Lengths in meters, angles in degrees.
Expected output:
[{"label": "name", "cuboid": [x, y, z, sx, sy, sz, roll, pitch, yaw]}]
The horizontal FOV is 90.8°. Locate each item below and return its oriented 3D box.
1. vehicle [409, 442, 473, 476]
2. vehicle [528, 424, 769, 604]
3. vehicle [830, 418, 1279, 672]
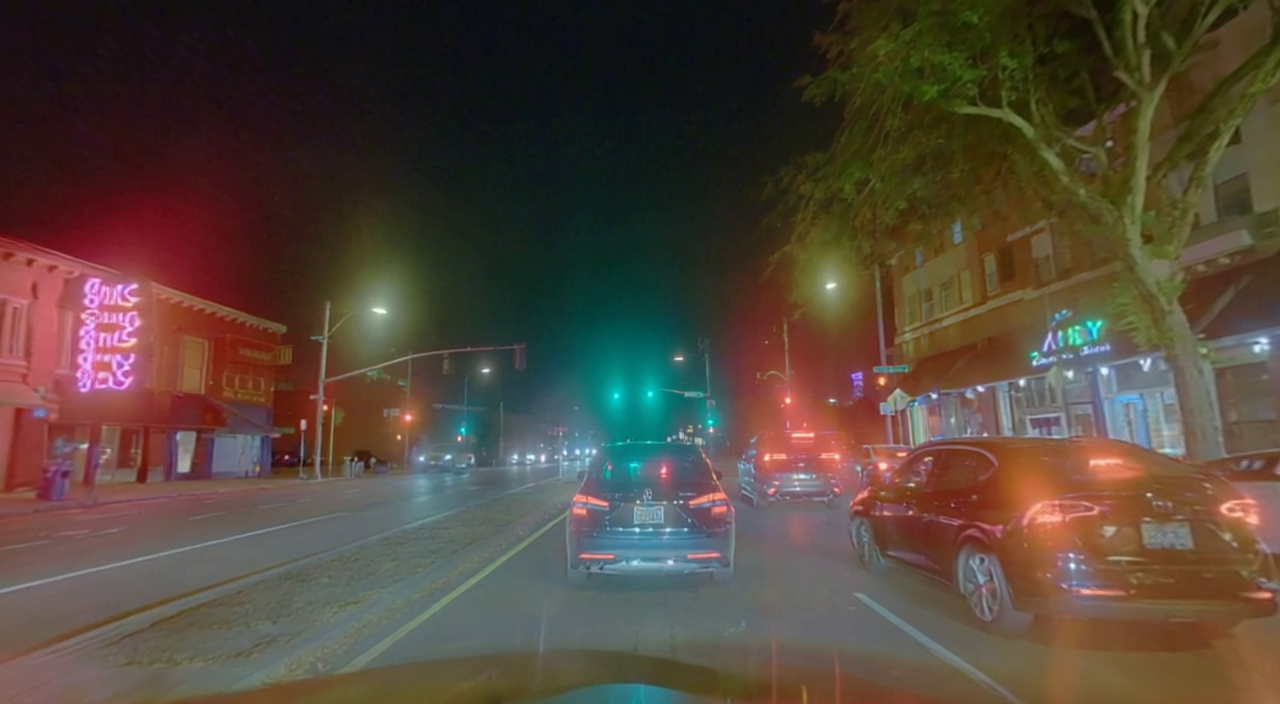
[{"label": "vehicle", "cuboid": [-11.238, 6.055, 36.039, 2.042, 1.749, 4.629, -1, -9, 1]}, {"label": "vehicle", "cuboid": [0.047, 1.625, 7.126, 2.006, 1.487, 3.535, 0, -9, -1]}, {"label": "vehicle", "cuboid": [3.399, 1.455, 5.885, 1.988, 1.480, 4.195, 0, -9, 1]}]
